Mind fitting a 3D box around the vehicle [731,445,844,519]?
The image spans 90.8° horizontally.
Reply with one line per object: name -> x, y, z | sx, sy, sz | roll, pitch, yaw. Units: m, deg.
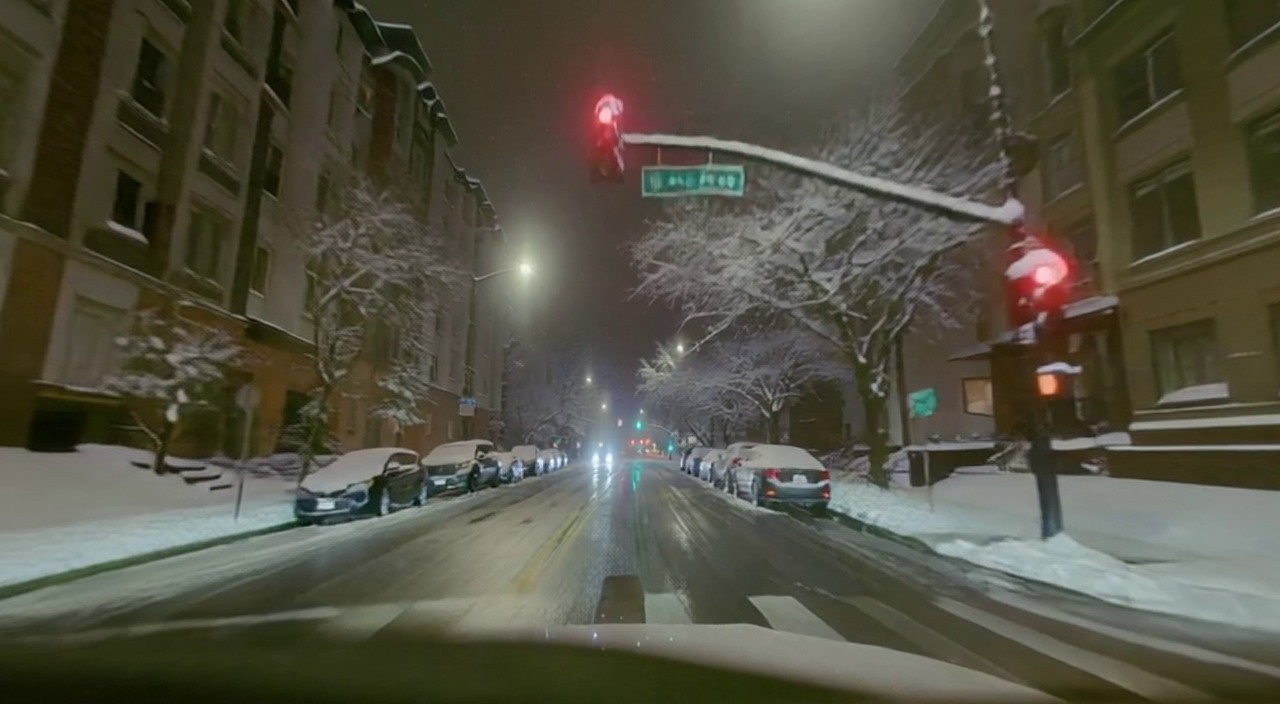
vehicle -> 3.738, 3.340, 16.914 | 1.924, 1.657, 4.665 | 0, -8, 1

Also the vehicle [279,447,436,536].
vehicle -> -6.525, 3.192, 15.188 | 1.763, 1.612, 4.462 | -5, -8, -1

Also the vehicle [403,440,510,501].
vehicle -> -6.242, 4.064, 22.194 | 2.175, 1.849, 4.725 | -2, -8, 3
